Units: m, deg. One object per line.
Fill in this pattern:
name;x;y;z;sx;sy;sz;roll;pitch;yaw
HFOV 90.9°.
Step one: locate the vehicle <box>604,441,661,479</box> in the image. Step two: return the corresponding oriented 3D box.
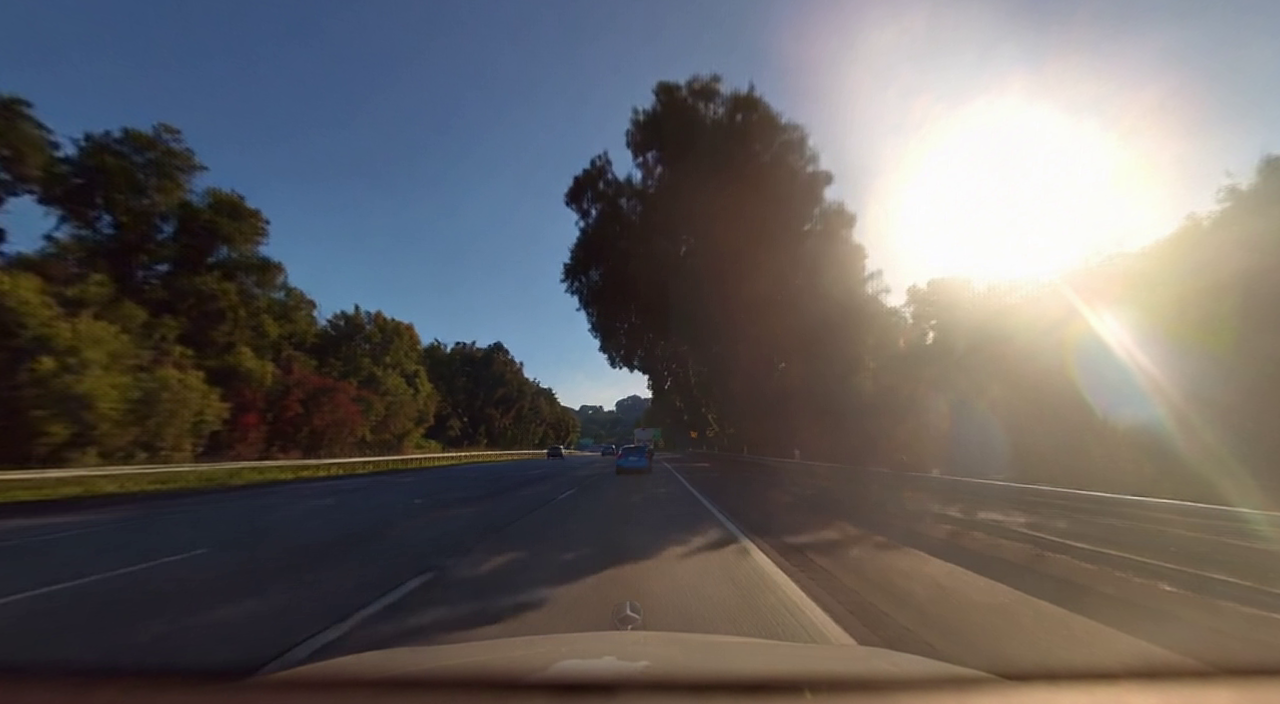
vehicle;-0.250;4.544;26.741;2.238;1.479;3.672;0;-9;1
